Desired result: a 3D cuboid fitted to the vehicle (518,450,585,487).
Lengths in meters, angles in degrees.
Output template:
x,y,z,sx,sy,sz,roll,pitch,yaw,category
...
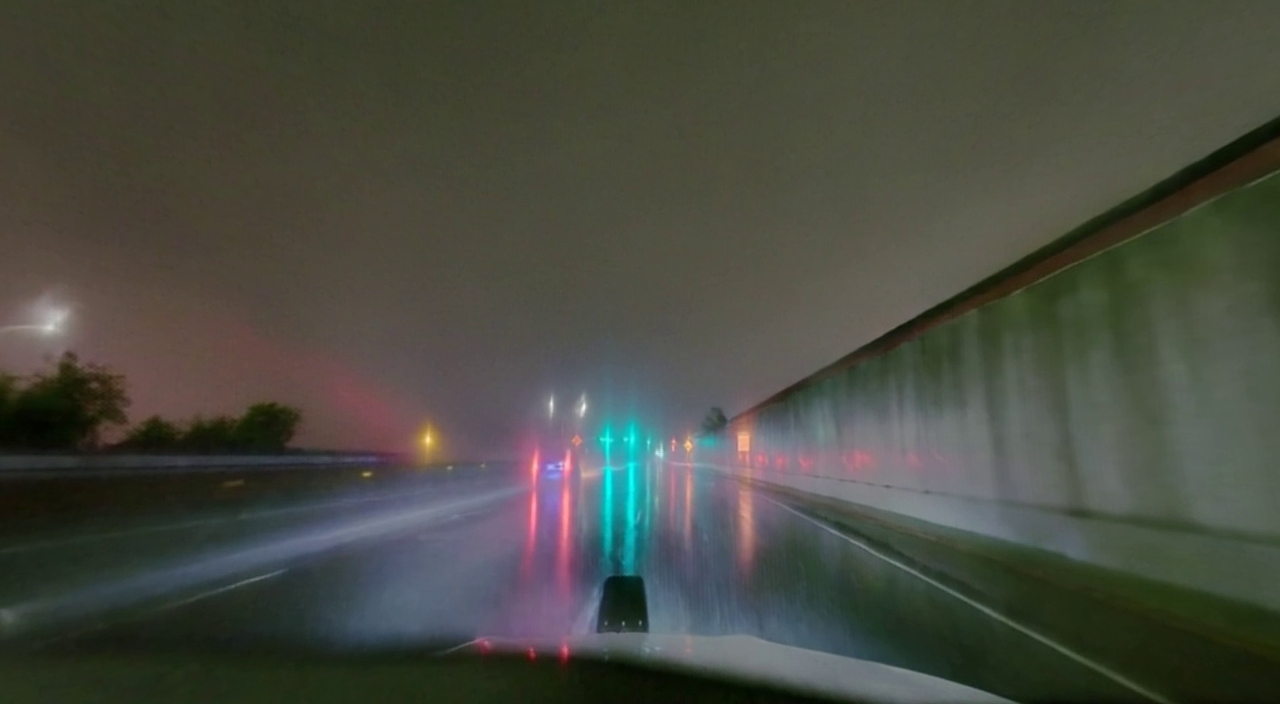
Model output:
x,y,z,sx,sy,sz,roll,pitch,yaw,category
-4.059,5.431,29.768,2.172,1.587,4.518,-1,-9,5,vehicle
